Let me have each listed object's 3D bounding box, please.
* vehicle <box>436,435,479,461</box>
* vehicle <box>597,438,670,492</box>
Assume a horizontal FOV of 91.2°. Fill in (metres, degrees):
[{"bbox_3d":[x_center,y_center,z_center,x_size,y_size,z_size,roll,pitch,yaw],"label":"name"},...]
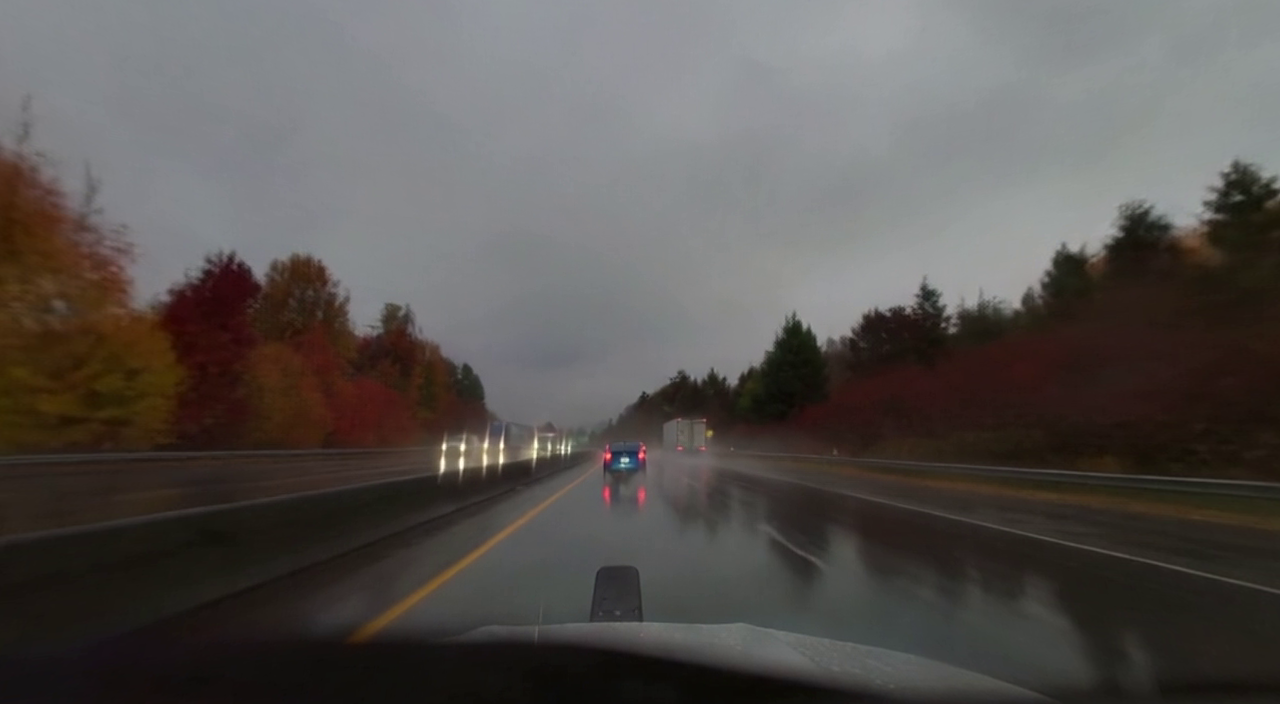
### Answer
[{"bbox_3d":[-14.005,7.433,48.362,2.059,1.899,4.680,0,-9,-1],"label":"vehicle"},{"bbox_3d":[-0.227,3.557,20.057,2.099,1.506,4.097,0,-9,-1],"label":"vehicle"}]
